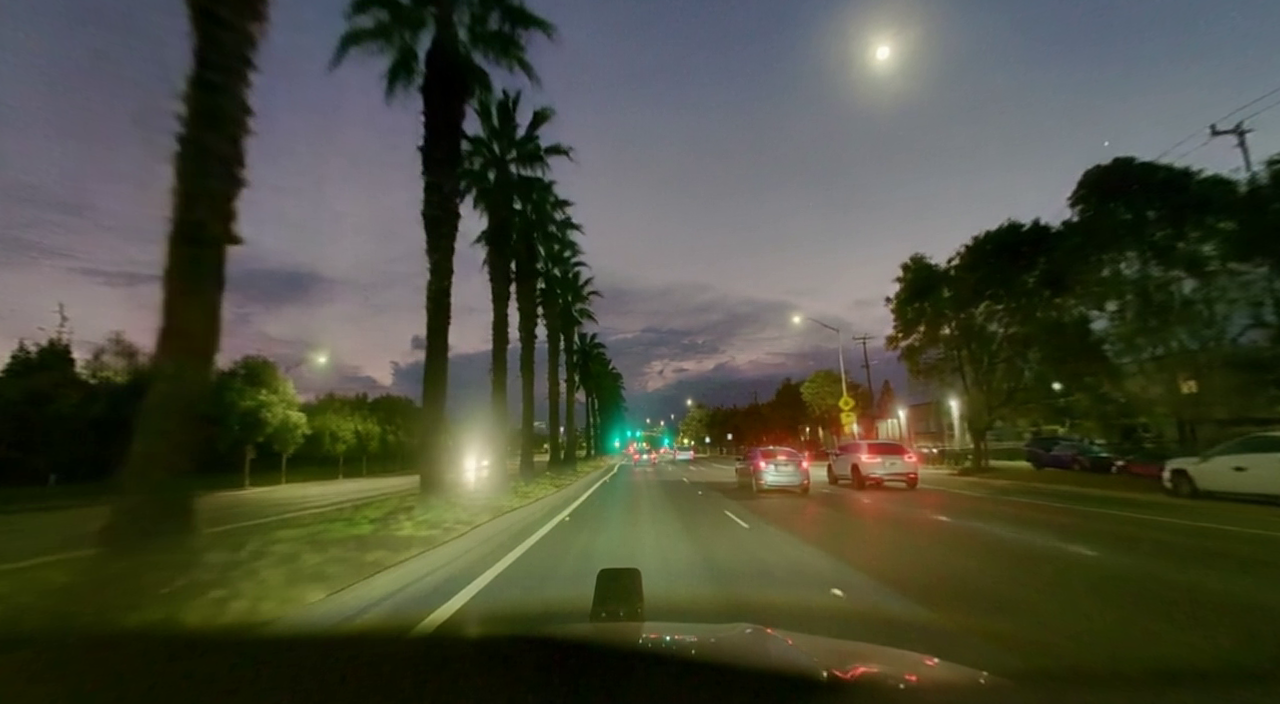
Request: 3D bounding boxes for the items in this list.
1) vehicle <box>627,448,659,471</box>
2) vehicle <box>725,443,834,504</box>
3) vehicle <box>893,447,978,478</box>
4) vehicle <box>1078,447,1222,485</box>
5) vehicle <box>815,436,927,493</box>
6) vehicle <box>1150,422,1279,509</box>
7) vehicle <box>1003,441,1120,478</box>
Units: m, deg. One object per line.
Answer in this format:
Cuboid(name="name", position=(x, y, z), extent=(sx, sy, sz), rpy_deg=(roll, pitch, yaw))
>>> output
Cuboid(name="vehicle", position=(0.175, 7.198, 42.492), extent=(2.031, 1.444, 4.361), rpy_deg=(0, -9, -1))
Cuboid(name="vehicle", position=(3.699, 3.285, 17.610), extent=(1.875, 1.452, 4.453), rpy_deg=(0, -9, -2))
Cuboid(name="vehicle", position=(15.166, 5.685, 32.753), extent=(2.001, 1.463, 4.781), rpy_deg=(0, -9, -2))
Cuboid(name="vehicle", position=(21.517, 4.810, 27.000), extent=(1.881, 1.457, 5.022), rpy_deg=(0, -9, -1))
Cuboid(name="vehicle", position=(7.305, 3.601, 20.533), extent=(1.916, 1.646, 4.258), rpy_deg=(0, -9, -1))
Cuboid(name="vehicle", position=(15.169, 2.617, 14.678), extent=(2.267, 1.881, 5.087), rpy_deg=(0, -9, -1))
Cuboid(name="vehicle", position=(21.615, 5.491, 32.760), extent=(2.109, 1.697, 5.547), rpy_deg=(0, -8, -2))
